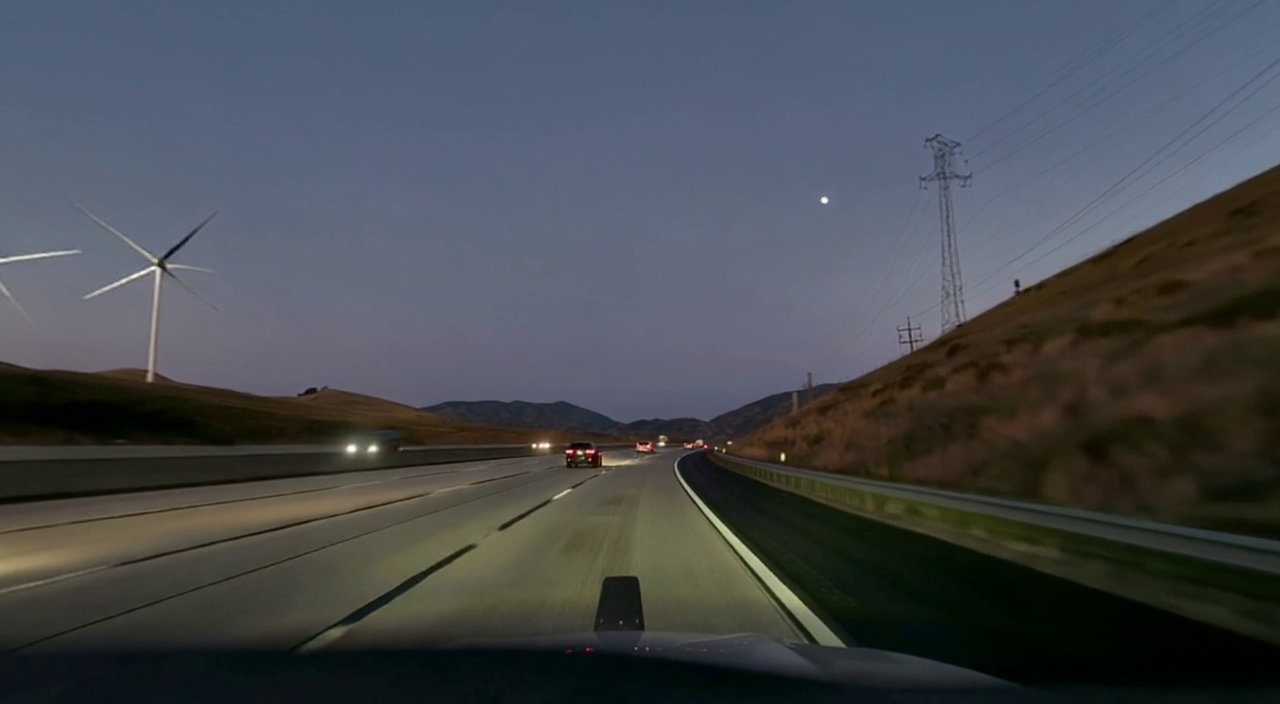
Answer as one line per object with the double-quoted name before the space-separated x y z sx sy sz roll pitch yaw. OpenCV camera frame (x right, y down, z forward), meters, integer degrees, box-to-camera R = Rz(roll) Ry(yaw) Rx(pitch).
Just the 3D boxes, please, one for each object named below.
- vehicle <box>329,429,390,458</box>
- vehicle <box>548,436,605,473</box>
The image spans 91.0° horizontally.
"vehicle" -20.733 6.808 46.788 2.017 2.074 5.126 0 -9 2
"vehicle" -3.022 5.030 31.114 2.118 1.702 4.355 0 -9 3
